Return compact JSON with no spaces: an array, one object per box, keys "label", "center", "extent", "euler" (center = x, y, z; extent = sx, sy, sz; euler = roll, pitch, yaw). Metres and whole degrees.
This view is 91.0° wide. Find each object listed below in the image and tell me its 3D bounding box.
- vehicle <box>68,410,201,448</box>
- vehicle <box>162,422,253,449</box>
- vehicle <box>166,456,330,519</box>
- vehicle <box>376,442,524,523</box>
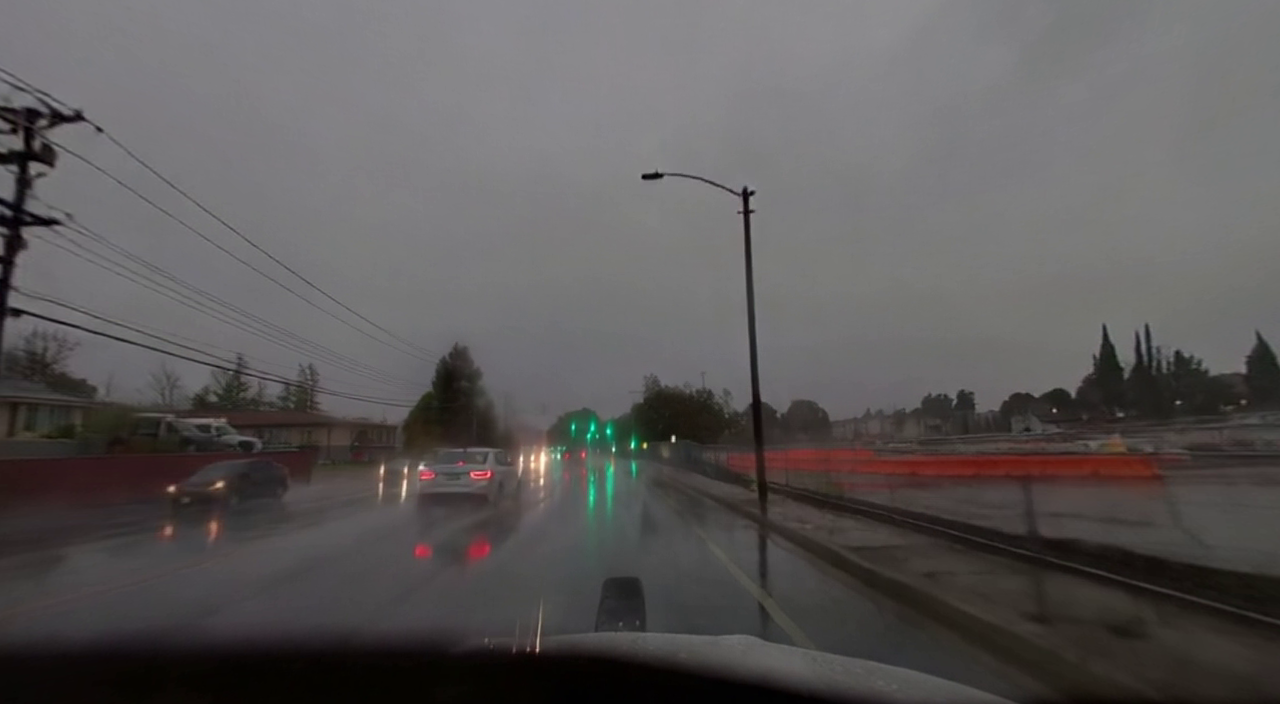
[{"label":"vehicle","center":[-25.307,3.918,31.669],"extent":[4.635,1.737,2.146],"euler":[2,-9,-5]},{"label":"vehicle","center":[-25.493,4.975,37.227],"extent":[3.898,1.463,1.839],"euler":[1,-9,-2]},{"label":"vehicle","center":[-10.571,3.647,17.428],"extent":[1.864,1.448,4.186],"euler":[1,-9,-1]},{"label":"vehicle","center":[-4.069,2.864,14.401],"extent":[2.020,1.489,4.469],"euler":[1,-9,-1]}]
